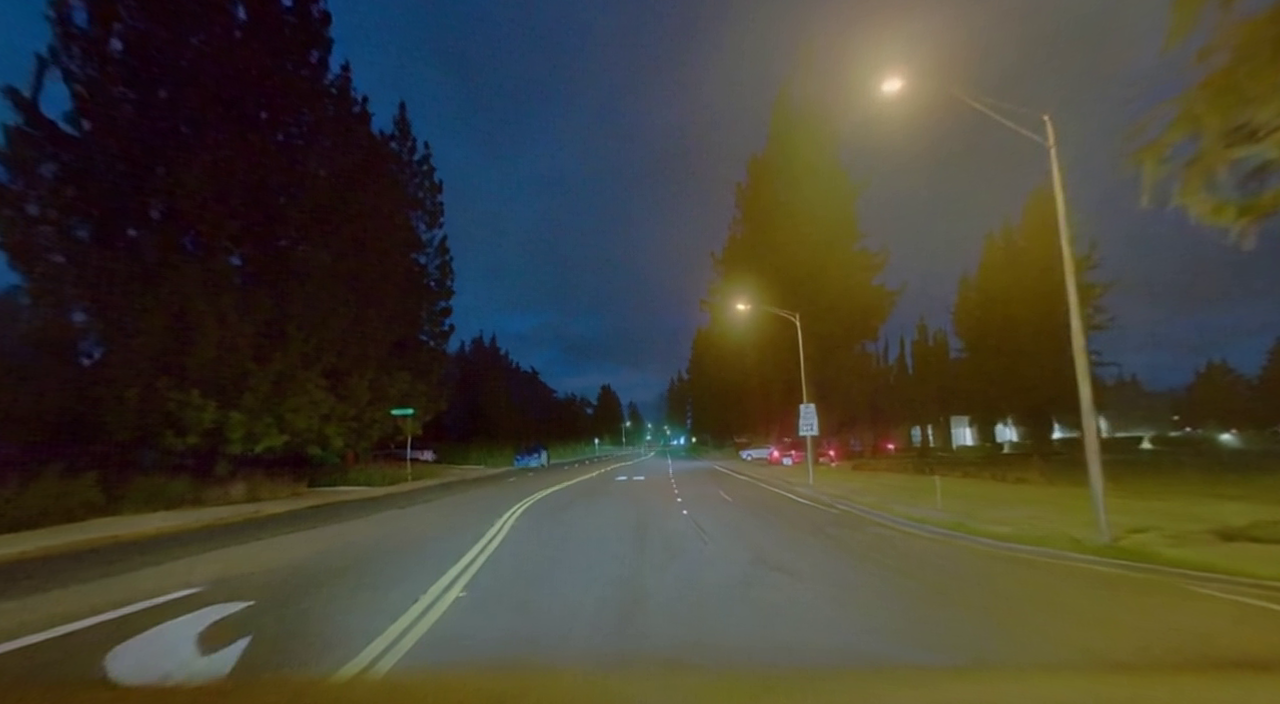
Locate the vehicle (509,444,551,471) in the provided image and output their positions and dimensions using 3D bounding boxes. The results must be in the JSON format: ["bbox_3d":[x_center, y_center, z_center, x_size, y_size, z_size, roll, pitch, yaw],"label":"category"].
[{"bbox_3d":[-8.068,7.784,46.692,2.142,1.723,4.275,-3,-8,2],"label":"vehicle"}]

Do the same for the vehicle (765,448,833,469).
[{"bbox_3d":[11.441,7.658,45.492,4.460,1.456,1.804,0,-9,3],"label":"vehicle"}]
